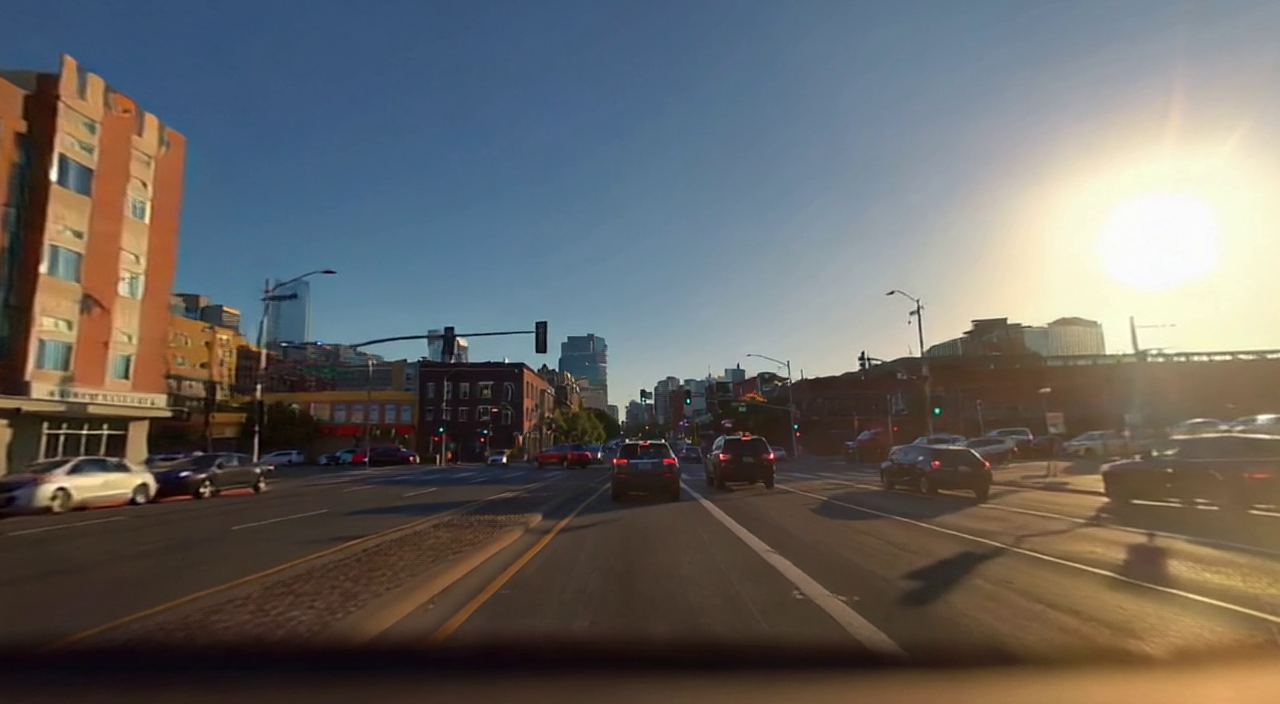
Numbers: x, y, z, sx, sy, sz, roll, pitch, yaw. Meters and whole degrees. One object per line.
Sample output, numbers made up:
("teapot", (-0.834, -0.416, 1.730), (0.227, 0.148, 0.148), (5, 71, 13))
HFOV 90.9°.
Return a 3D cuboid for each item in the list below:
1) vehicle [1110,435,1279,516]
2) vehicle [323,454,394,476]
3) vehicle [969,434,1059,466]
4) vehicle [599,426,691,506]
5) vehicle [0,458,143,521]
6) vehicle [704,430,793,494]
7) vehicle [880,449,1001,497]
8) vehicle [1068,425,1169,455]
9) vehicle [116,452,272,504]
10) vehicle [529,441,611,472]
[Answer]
("vehicle", (13.759, 2.814, 14.712), (2.022, 1.590, 4.466), (-1, -10, -1))
("vehicle", (-21.029, 8.442, 47.218), (4.317, 1.503, 1.919), (0, -9, -1))
("vehicle", (19.182, 5.105, 32.619), (1.735, 1.417, 4.476), (-3, -9, -2))
("vehicle", (0.095, 3.019, 17.161), (2.157, 1.863, 4.665), (0, -9, -1))
("vehicle", (-15.768, 3.459, 16.253), (1.792, 1.429, 5.161), (0, -9, -2))
("vehicle", (3.582, 3.766, 21.925), (2.115, 1.932, 5.189), (0, -9, 0))
("vehicle", (10.146, 4.083, 21.743), (1.863, 1.426, 4.494), (0, -8, -1))
("vehicle", (26.022, 4.868, 34.536), (1.812, 1.419, 4.725), (-3, -9, 0))
("vehicle", (-15.812, 4.443, 22.790), (2.096, 1.416, 4.885), (1, -6, 0))
("vehicle", (-4.483, 6.637, 40.256), (4.827, 1.856, 2.291), (-5, -10, 31))
